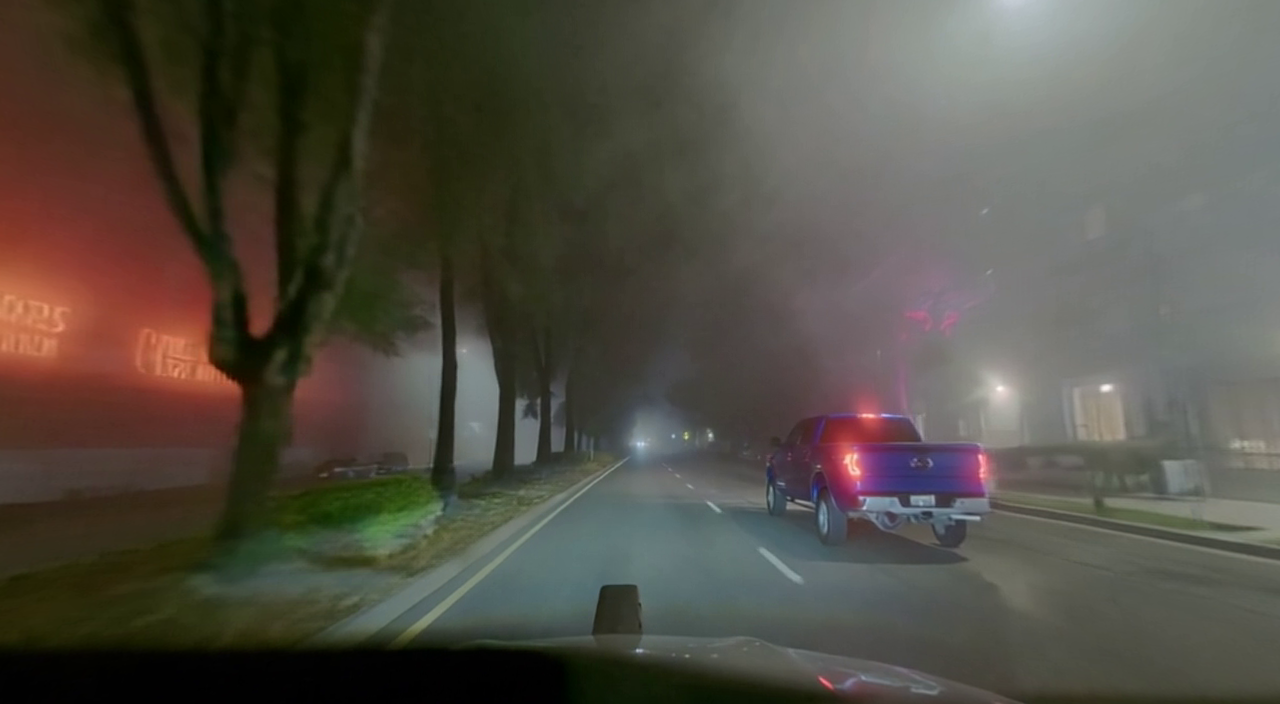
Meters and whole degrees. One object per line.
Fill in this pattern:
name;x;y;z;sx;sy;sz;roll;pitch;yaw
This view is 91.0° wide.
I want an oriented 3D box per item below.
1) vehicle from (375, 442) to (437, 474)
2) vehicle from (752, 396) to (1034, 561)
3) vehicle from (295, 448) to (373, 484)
vehicle;-15.615;7.078;42.313;2.097;1.852;5.090;-3;-9;2
vehicle;3.320;1.814;9.802;2.085;1.828;5.383;0;-8;-1
vehicle;-16.009;5.960;33.229;1.919;1.616;4.723;-3;-8;-2
